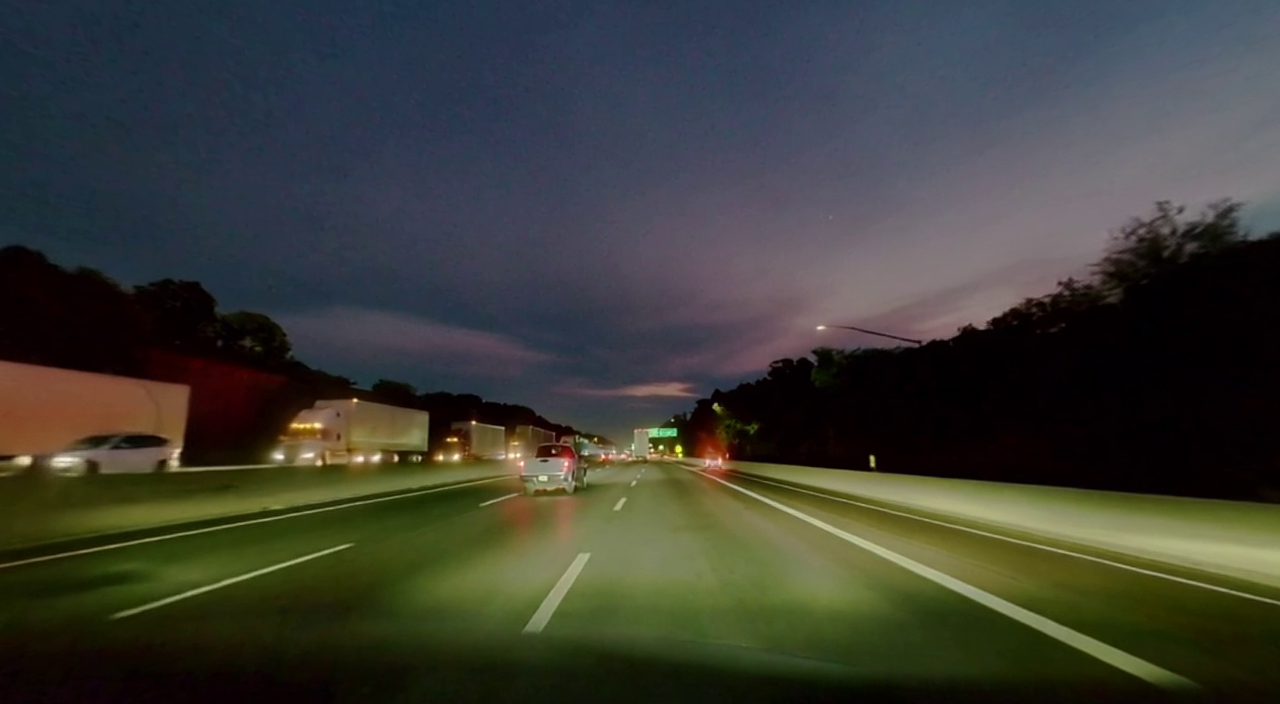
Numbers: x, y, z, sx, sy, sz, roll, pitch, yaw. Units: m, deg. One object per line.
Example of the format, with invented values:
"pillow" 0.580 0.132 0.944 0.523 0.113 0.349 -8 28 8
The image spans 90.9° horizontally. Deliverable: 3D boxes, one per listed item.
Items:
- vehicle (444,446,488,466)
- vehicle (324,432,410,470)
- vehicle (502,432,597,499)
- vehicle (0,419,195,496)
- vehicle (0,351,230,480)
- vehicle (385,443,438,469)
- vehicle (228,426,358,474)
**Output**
"vehicle" -12.459 7.453 45.289 1.819 1.399 4.171 0 -9 2
"vehicle" -12.873 4.757 30.057 1.990 1.523 4.508 3 -10 1
"vehicle" -2.809 3.697 20.878 2.220 1.928 5.176 0 -9 2
"vehicle" -12.726 2.390 14.245 1.978 1.433 4.435 2 -10 1
"vehicle" -21.486 2.524 23.197 2.835 4.027 14.235 0 -9 2
"vehicle" -13.291 6.088 36.890 1.800 1.412 3.449 0 -9 0
"vehicle" -12.580 3.684 23.299 1.971 1.478 4.726 3 -11 1
